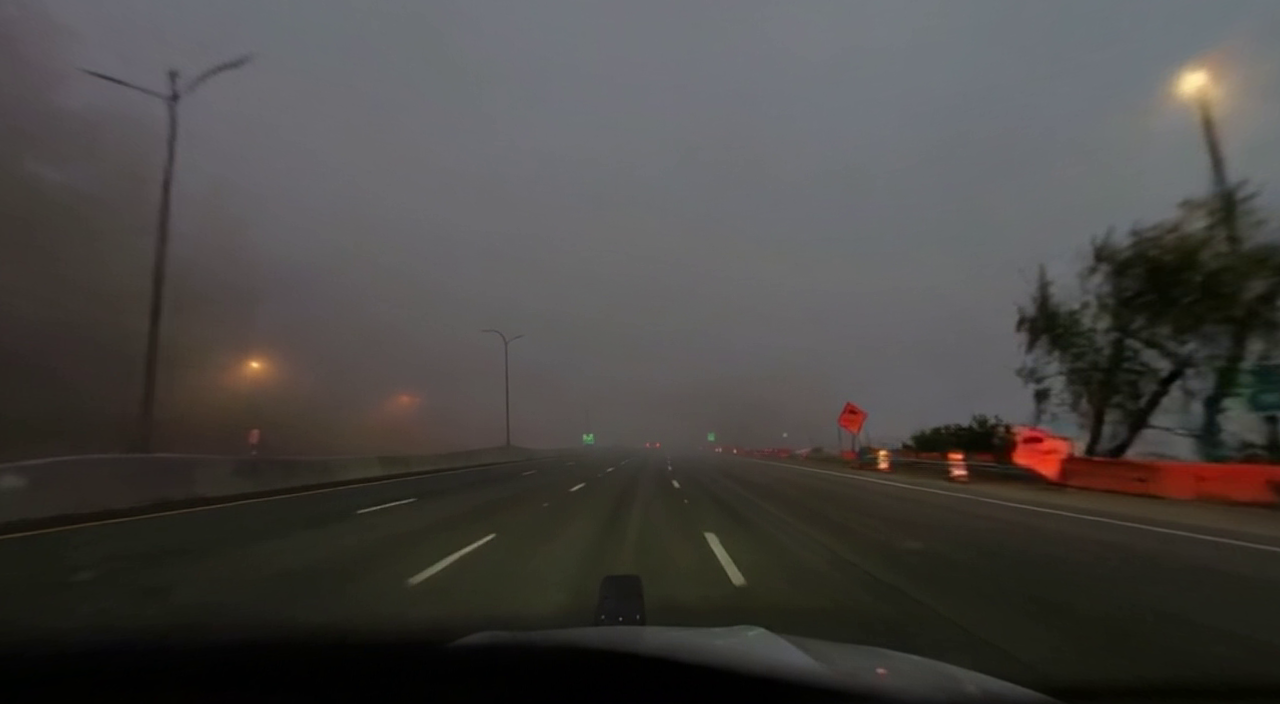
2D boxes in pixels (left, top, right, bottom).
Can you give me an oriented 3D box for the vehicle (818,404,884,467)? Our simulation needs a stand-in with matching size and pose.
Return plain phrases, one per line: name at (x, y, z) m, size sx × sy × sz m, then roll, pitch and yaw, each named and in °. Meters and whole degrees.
vehicle at (12.869, 5.130, 38.687) m, size 2.772 × 3.642 × 3.493 m, roll 0°, pitch -9°, yaw 1°
